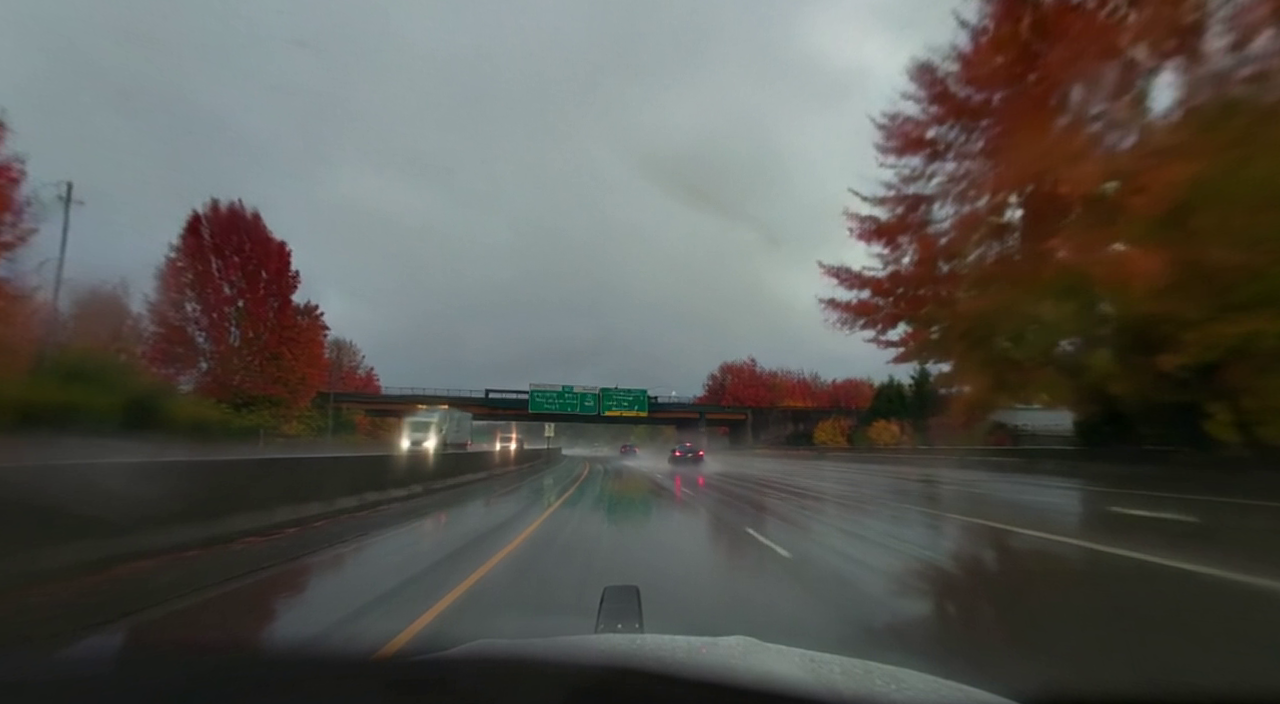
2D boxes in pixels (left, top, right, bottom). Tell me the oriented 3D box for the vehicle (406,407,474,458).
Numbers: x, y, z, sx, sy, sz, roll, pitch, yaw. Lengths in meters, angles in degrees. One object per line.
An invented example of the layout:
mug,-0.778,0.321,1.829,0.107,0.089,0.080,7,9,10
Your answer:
vehicle,-15.479,6.442,49.317,2.932,3.621,8.904,0,-9,-4

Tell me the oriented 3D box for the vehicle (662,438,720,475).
vehicle,2.401,5.138,30.921,2.337,1.633,4.222,0,-9,-2
